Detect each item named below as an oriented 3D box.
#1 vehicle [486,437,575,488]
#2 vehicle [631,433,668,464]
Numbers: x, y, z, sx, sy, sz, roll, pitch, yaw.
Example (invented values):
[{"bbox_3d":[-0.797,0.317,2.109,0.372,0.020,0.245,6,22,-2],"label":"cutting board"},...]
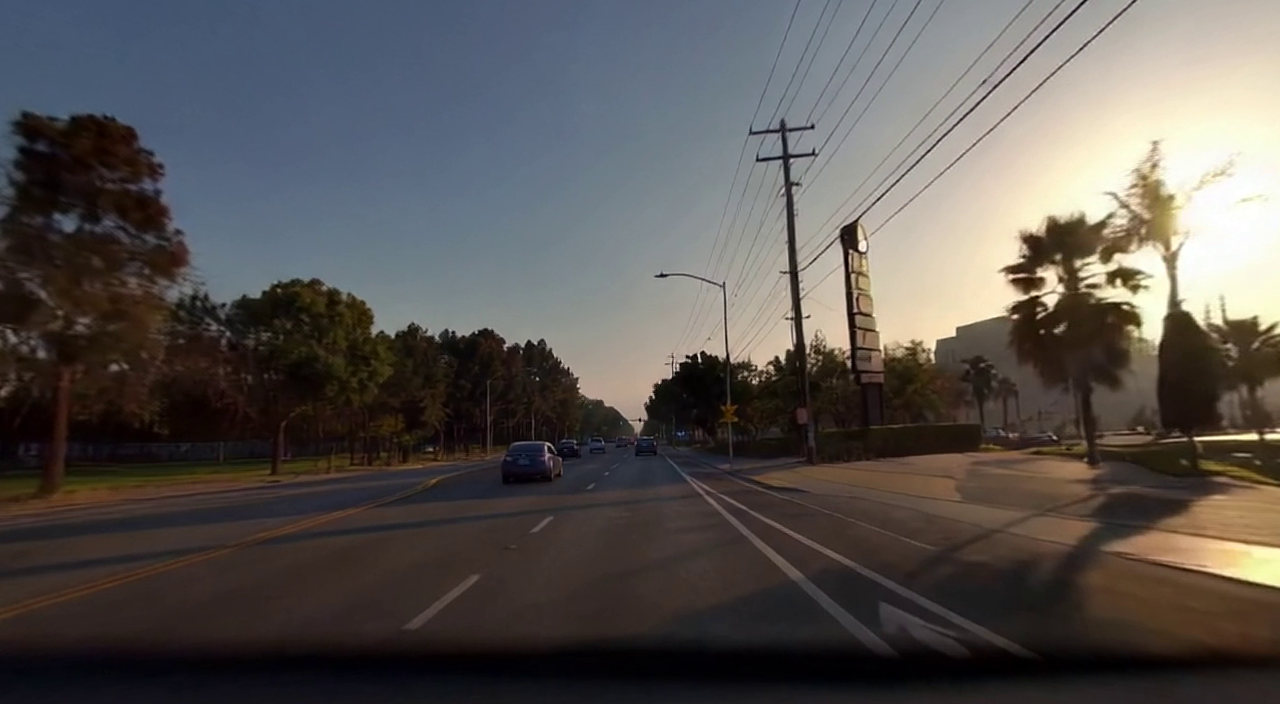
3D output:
[{"bbox_3d":[-3.375,3.502,20.283,1.982,1.451,4.152,0,-9,2],"label":"vehicle"},{"bbox_3d":[0.579,5.875,38.491,2.155,1.781,3.977,0,-9,0],"label":"vehicle"}]
